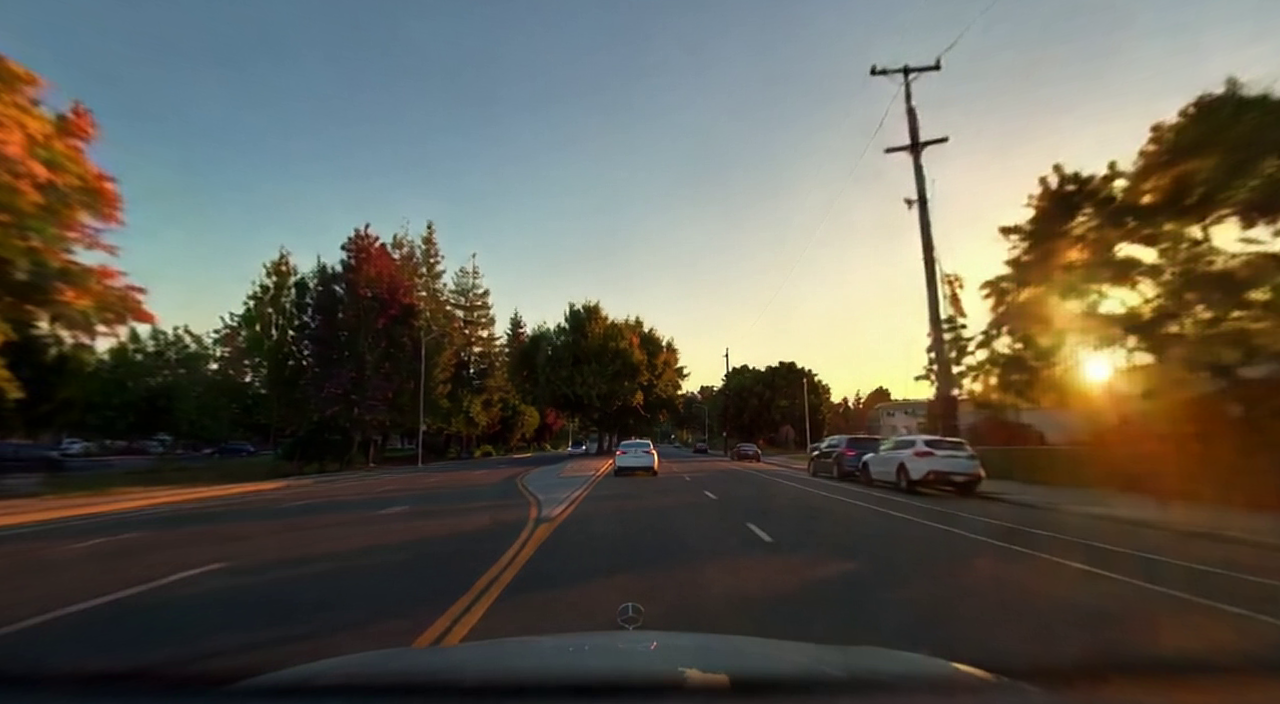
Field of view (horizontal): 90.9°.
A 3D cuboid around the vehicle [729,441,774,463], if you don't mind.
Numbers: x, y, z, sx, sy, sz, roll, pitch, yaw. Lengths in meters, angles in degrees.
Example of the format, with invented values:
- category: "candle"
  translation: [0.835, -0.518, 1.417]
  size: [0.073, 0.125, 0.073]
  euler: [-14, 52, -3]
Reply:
- category: "vehicle"
  translation: [7.816, 7.058, 44.711]
  size: [2.131, 1.474, 4.752]
  euler: [0, -8, -2]

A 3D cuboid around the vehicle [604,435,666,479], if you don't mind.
- category: "vehicle"
  translation: [-0.205, 3.890, 23.563]
  size: [2.099, 1.470, 4.302]
  euler: [0, -8, -1]

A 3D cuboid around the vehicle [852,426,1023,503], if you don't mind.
- category: "vehicle"
  translation: [7.972, 3.051, 17.624]
  size: [2.185, 1.818, 5.038]
  euler: [1, -8, -2]
